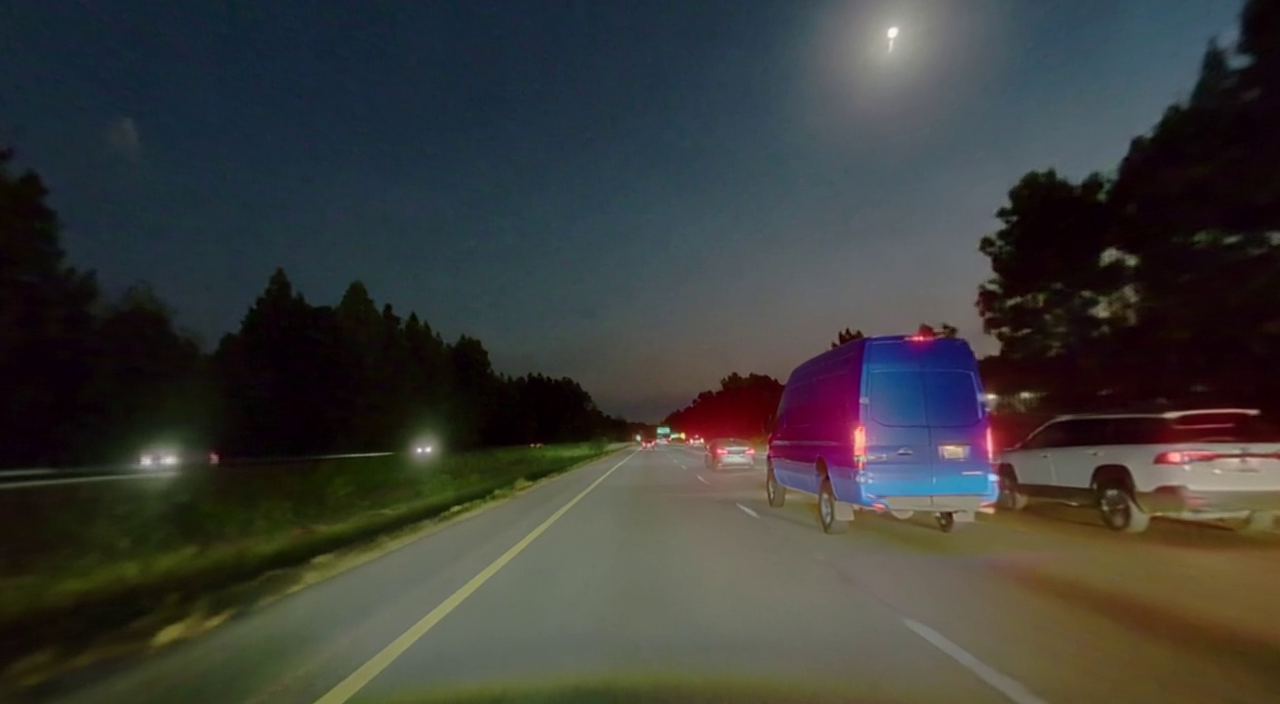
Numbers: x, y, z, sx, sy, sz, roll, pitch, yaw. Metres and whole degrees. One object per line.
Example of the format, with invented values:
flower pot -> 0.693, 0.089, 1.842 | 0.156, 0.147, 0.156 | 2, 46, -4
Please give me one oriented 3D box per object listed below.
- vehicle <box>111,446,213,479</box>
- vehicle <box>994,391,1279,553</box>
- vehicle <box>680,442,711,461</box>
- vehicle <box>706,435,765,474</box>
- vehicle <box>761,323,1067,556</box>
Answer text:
vehicle -> -28.081, 6.457, 37.292 | 2.108, 1.792, 4.957 | 0, -8, 1
vehicle -> 7.995, 1.752, 9.820 | 2.212, 1.902, 4.654 | 0, -8, 0
vehicle -> 4.271, 7.752, 49.342 | 2.050, 1.448, 4.123 | 0, -8, 0
vehicle -> 4.401, 4.787, 29.661 | 2.034, 1.651, 4.342 | 0, -8, -1
vehicle -> 3.699, 1.417, 10.255 | 2.302, 2.670, 5.912 | 0, -8, 1
